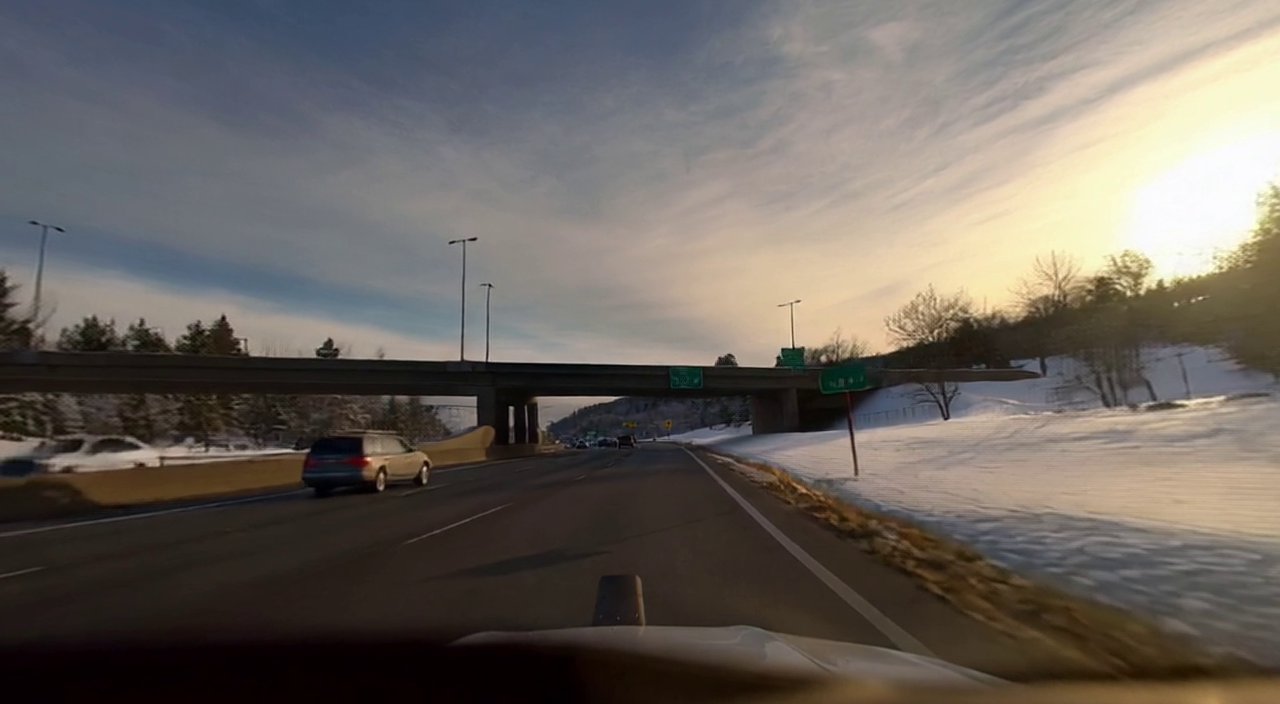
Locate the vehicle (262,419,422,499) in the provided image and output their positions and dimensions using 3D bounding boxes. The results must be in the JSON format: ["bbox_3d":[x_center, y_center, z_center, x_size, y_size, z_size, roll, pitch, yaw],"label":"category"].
[{"bbox_3d":[-7.884,2.848,17.235,1.956,1.888,4.512,-1,-8,3],"label":"vehicle"}]

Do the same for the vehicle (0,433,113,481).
[{"bbox_3d":[-22.578,3.838,23.348,1.889,1.602,4.509,-1,-8,3],"label":"vehicle"}]
